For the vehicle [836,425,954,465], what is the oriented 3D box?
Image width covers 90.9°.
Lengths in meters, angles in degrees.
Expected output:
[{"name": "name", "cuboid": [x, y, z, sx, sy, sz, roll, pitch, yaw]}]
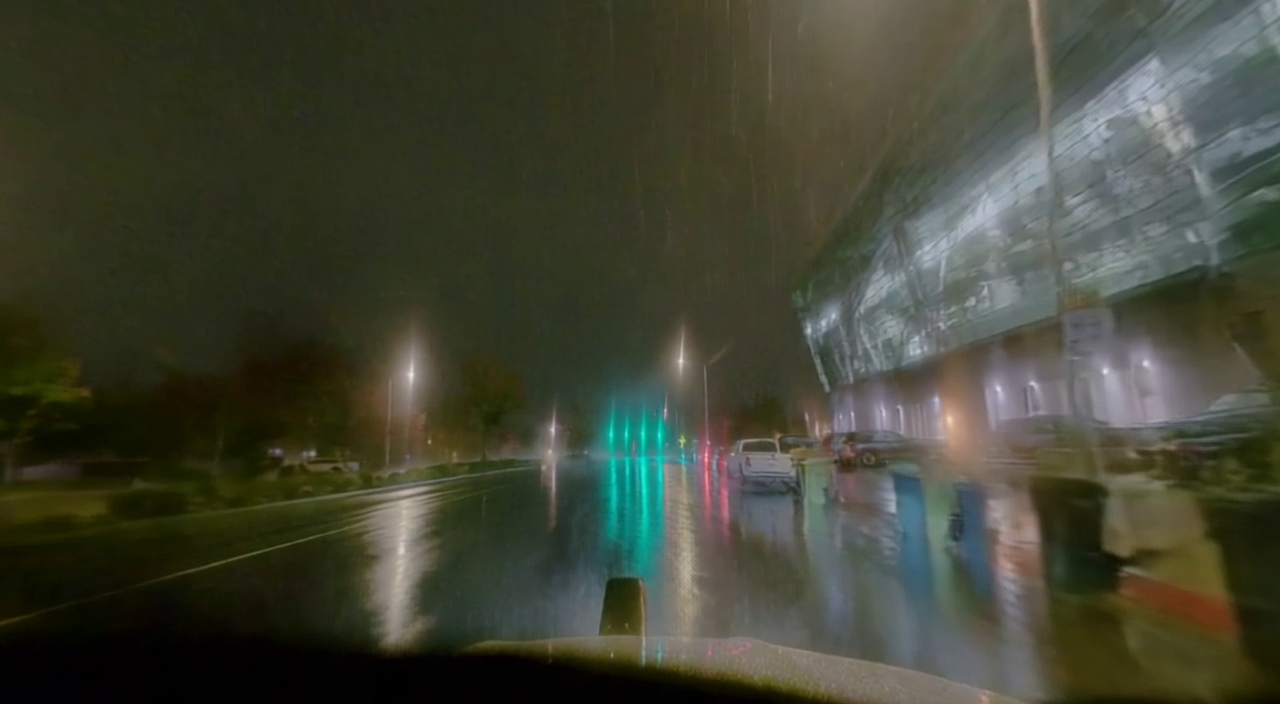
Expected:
[{"name": "vehicle", "cuboid": [12.188, 4.502, 30.432, 4.778, 1.520, 2.020, -5, -9, 7]}]

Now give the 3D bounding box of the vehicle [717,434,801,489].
[{"name": "vehicle", "cuboid": [4.188, 3.938, 23.139, 2.078, 1.771, 5.174, 0, -8, 0]}]

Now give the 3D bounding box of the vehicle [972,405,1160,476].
[{"name": "vehicle", "cuboid": [12.495, 2.622, 18.679, 4.067, 1.732, 1.983, -3, -8, -5]}]

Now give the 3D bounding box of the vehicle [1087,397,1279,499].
[{"name": "vehicle", "cuboid": [11.649, 1.760, 12.217, 4.418, 1.532, 1.889, -6, -10, -3]}]
